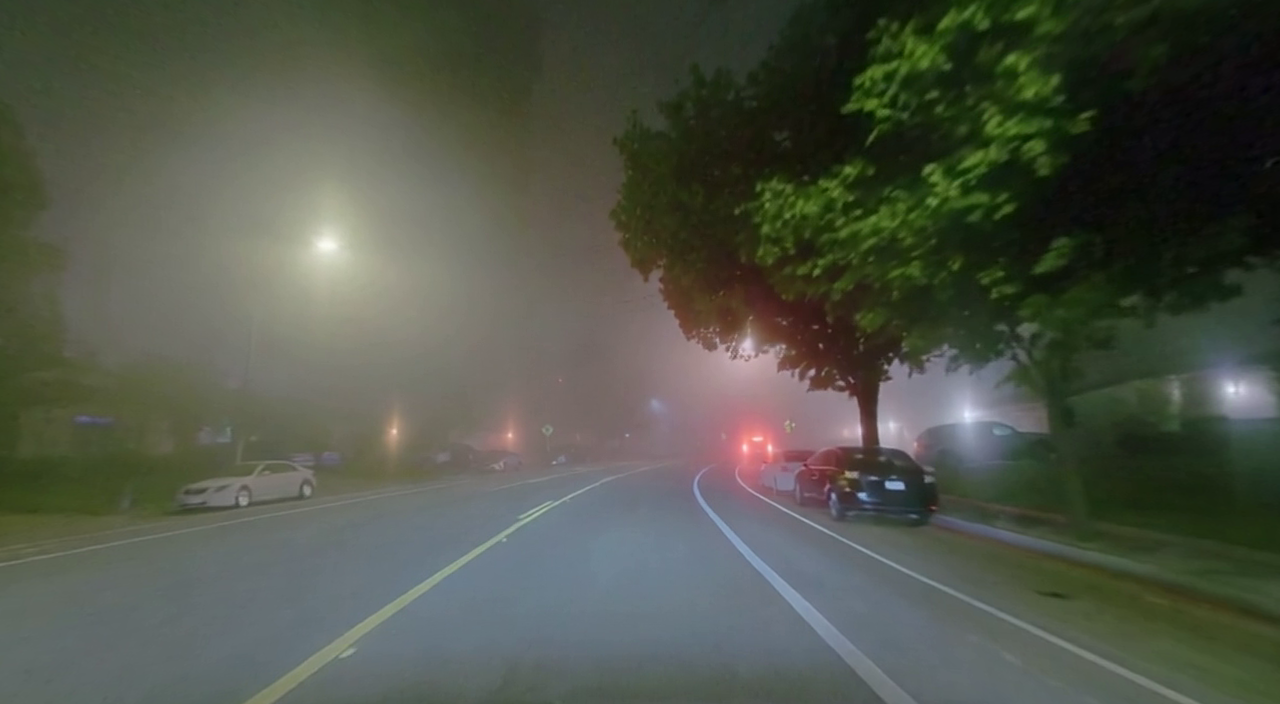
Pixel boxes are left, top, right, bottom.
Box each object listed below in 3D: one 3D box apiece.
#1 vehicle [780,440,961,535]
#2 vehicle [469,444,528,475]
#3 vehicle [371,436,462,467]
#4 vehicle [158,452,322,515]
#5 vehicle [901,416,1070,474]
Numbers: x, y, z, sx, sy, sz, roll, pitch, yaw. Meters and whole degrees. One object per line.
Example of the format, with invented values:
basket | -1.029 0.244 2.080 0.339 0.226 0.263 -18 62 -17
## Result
vehicle | 4.379 2.597 12.809 1.996 1.466 4.458 3 -8 0
vehicle | -8.787 6.724 39.504 2.105 1.776 4.657 -4 -9 8
vehicle | -14.937 6.649 42.200 5.192 1.915 2.200 -1 -8 10
vehicle | -11.471 3.835 18.470 2.091 1.461 4.058 -5 -12 2
vehicle | 13.286 3.609 24.501 5.216 1.972 2.122 -2 -7 4
